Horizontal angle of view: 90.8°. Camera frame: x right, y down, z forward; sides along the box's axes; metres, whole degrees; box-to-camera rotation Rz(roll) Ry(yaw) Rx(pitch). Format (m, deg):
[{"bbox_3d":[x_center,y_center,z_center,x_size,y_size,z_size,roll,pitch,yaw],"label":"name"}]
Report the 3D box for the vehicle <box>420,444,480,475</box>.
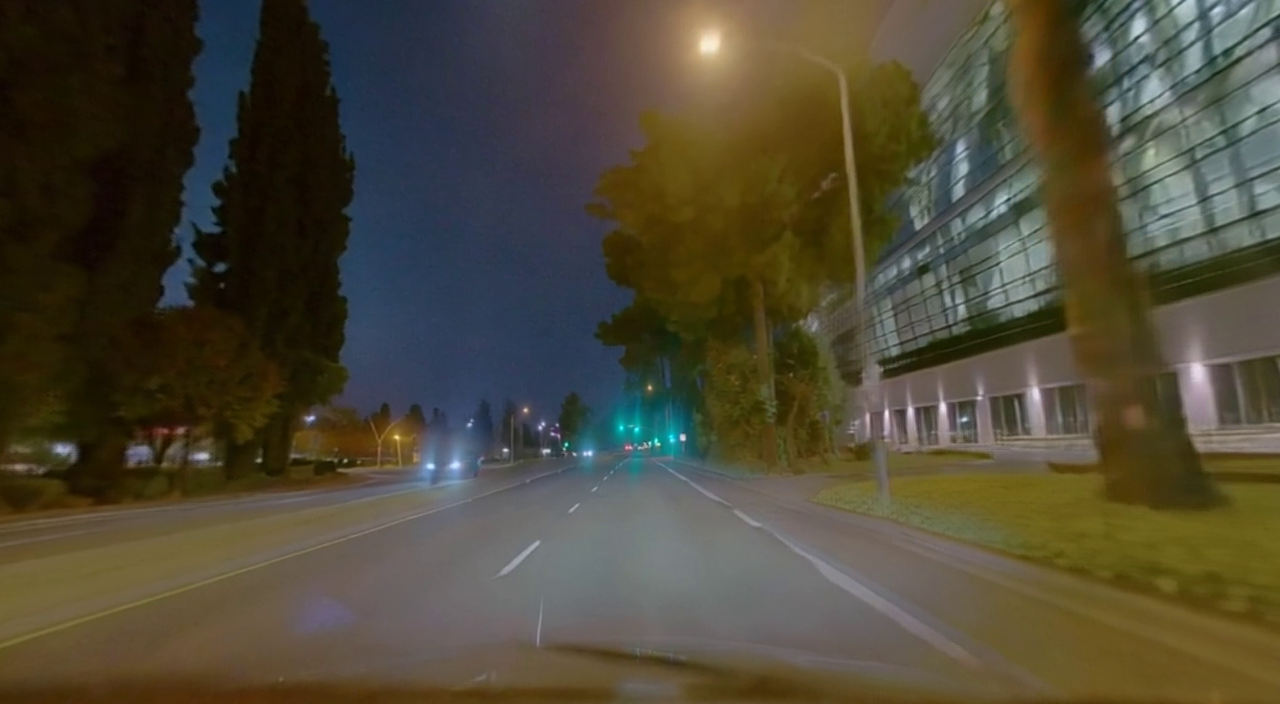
[{"bbox_3d":[-13.560,7.686,45.519,2.505,2.059,5.803,0,-8,0],"label":"vehicle"}]
